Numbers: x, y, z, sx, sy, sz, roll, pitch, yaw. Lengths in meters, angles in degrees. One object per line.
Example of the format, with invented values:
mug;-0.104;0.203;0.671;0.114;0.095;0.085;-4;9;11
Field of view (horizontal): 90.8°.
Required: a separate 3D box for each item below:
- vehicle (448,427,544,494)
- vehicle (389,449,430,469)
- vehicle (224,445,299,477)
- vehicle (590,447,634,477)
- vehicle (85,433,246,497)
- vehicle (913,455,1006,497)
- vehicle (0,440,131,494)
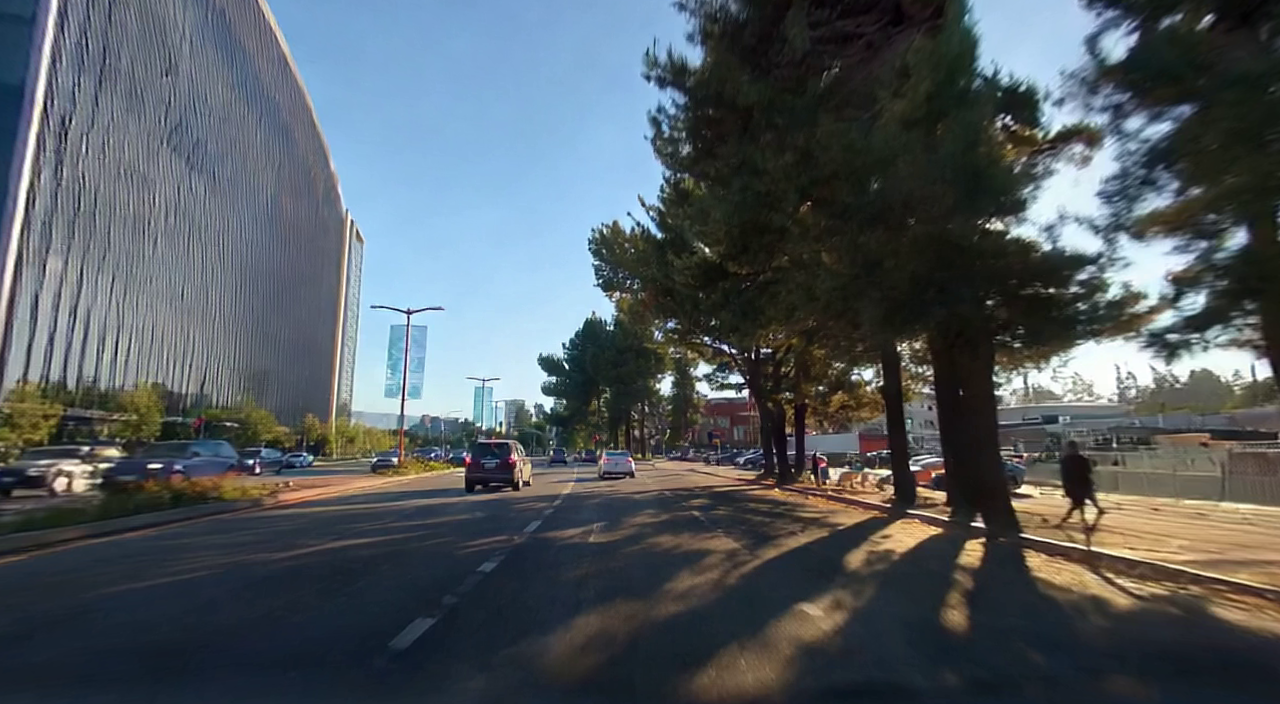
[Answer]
vehicle;-4.242;3.265;19.362;2.001;1.784;4.483;0;-8;-2
vehicle;-17.324;8.084;47.750;1.818;1.379;4.350;1;-8;-5
vehicle;-23.900;6.872;40.113;2.111;1.874;4.888;1;-8;-6
vehicle;-1.440;5.452;31.552;2.050;1.385;4.096;0;-8;-4
vehicle;-15.047;3.574;20.447;1.843;1.814;4.617;0;-8;-4
vehicle;14.446;5.614;28.893;1.893;1.646;4.288;-1;-8;-2
vehicle;-22.245;4.295;24.066;2.037;1.841;4.653;0;-8;-4
